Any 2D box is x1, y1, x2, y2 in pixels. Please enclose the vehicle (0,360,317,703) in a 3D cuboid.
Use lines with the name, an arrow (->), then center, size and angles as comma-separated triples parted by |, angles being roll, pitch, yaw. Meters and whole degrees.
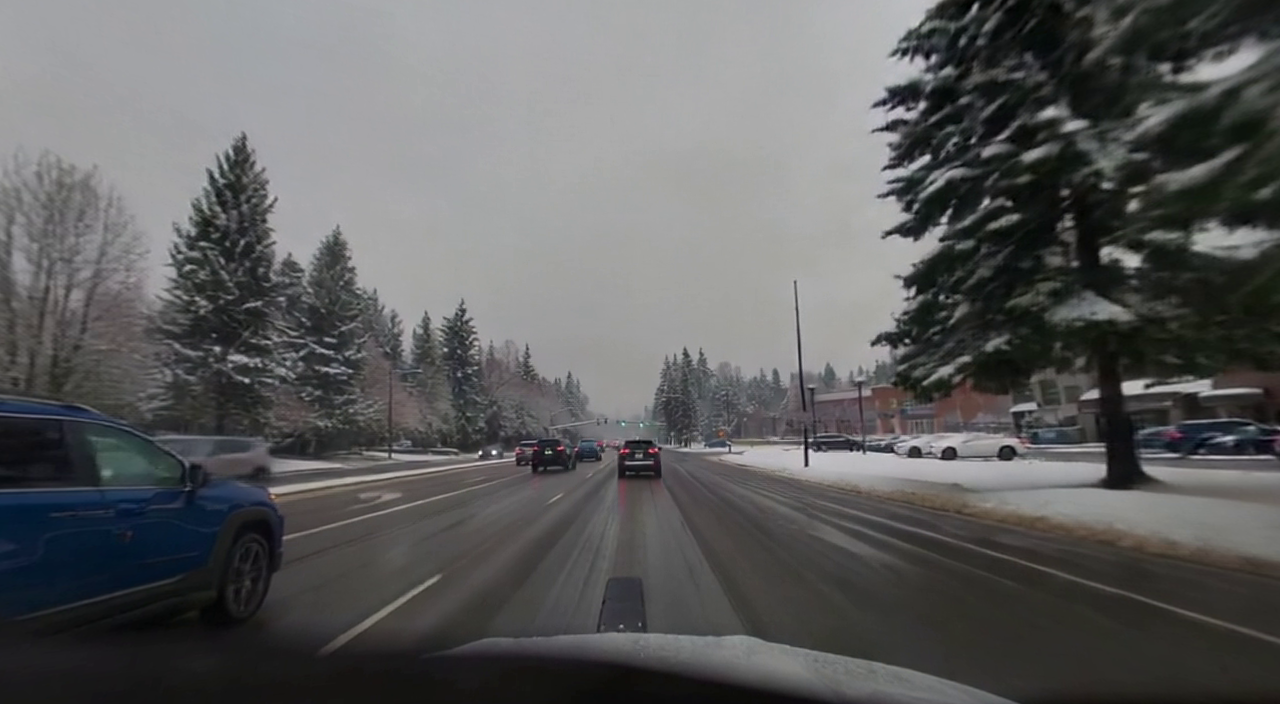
vehicle -> -3.751, 0.928, 3.107 | 2.070, 1.641, 4.152 | 0, -8, 0

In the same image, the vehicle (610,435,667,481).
vehicle -> -0.049, 4.101, 24.516 | 2.042, 1.641, 4.187 | 0, -8, 0

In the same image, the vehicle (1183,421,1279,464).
vehicle -> 28.723, 4.270, 29.559 | 4.173, 1.920, 2.168 | 0, -9, -1

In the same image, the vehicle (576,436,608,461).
vehicle -> -3.604, 7.343, 47.701 | 2.047, 1.810, 4.414 | 0, -8, 1

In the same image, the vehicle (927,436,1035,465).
vehicle -> 17.640, 5.123, 32.578 | 4.460, 1.449, 1.959 | 0, -8, -2

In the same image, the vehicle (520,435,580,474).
vehicle -> -4.132, 4.799, 29.617 | 2.113, 1.713, 4.422 | 0, -8, 1

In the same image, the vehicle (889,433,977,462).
vehicle -> 17.391, 5.684, 37.365 | 4.290, 1.664, 1.893 | 1, -8, -4
